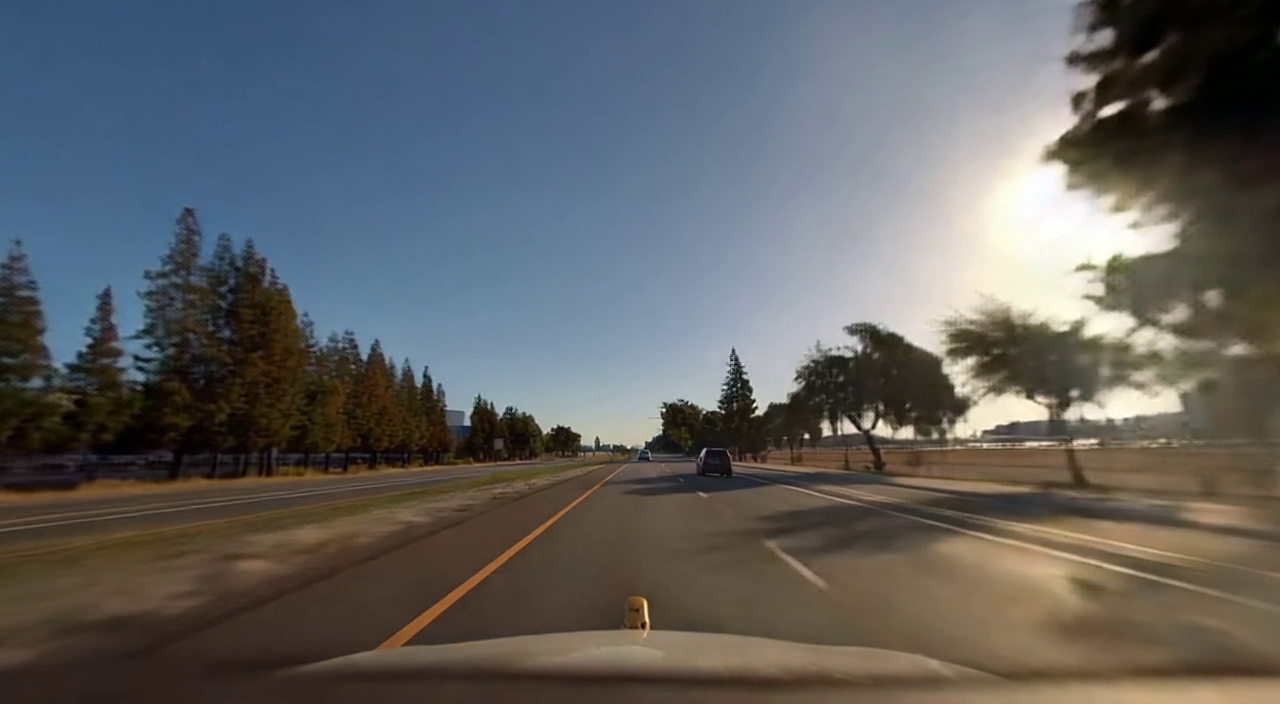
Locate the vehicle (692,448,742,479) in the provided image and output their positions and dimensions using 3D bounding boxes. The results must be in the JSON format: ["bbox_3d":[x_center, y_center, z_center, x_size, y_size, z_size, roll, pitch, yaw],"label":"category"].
[{"bbox_3d":[4.061,5.991,34.039,2.115,1.522,4.330,0,-9,-1],"label":"vehicle"}]
